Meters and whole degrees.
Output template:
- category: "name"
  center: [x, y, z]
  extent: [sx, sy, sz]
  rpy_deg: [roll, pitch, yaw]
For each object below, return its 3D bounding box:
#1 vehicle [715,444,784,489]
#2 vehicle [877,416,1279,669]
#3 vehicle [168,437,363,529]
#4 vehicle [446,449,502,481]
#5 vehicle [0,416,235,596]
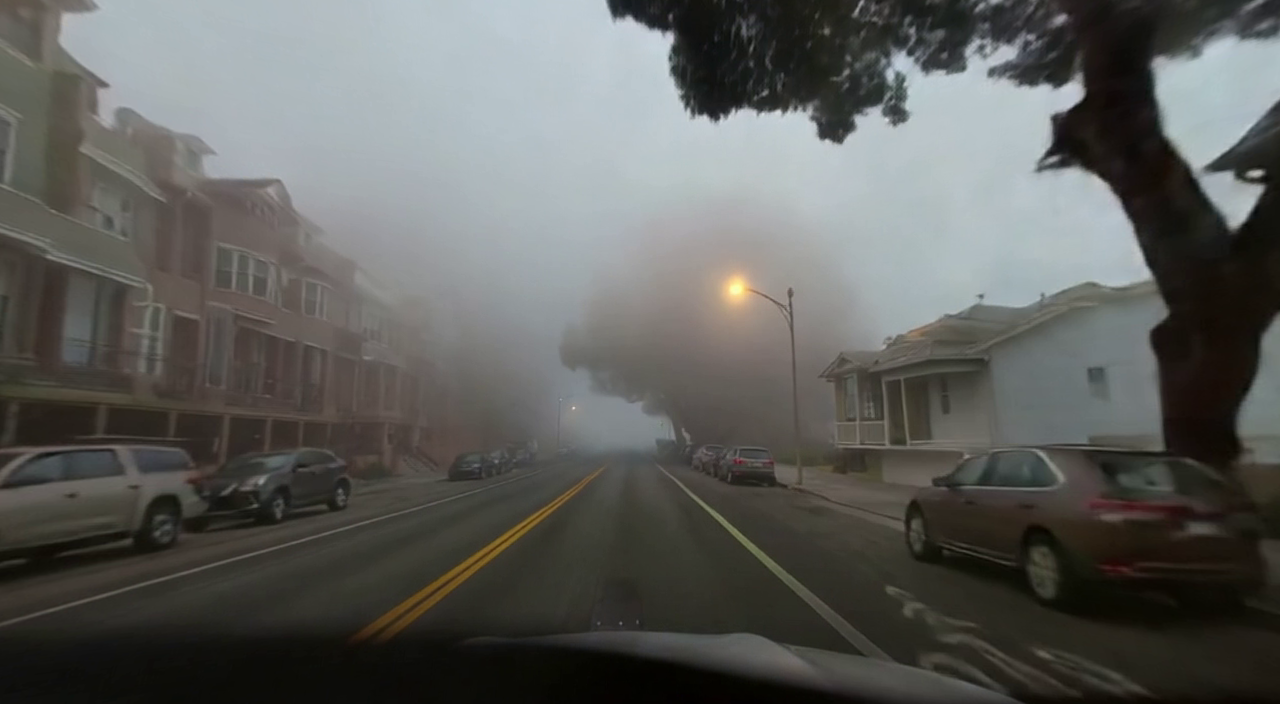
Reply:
- category: "vehicle"
  center: [4.070, 4.314, 24.100]
  extent: [1.845, 1.556, 3.929]
  rpy_deg: [0, -9, -1]
- category: "vehicle"
  center: [4.376, 1.607, 6.475]
  extent: [2.034, 1.674, 4.271]
  rpy_deg: [1, -9, -3]
- category: "vehicle"
  center: [-8.144, 2.904, 14.359]
  extent: [1.932, 1.708, 4.460]
  rpy_deg: [0, -10, -4]
- category: "vehicle"
  center: [-8.252, 5.650, 31.789]
  extent: [1.852, 1.482, 3.916]
  rpy_deg: [-1, -9, -1]
- category: "vehicle"
  center: [-7.844, 1.847, 7.963]
  extent: [2.283, 1.853, 4.903]
  rpy_deg: [-1, -9, -1]
